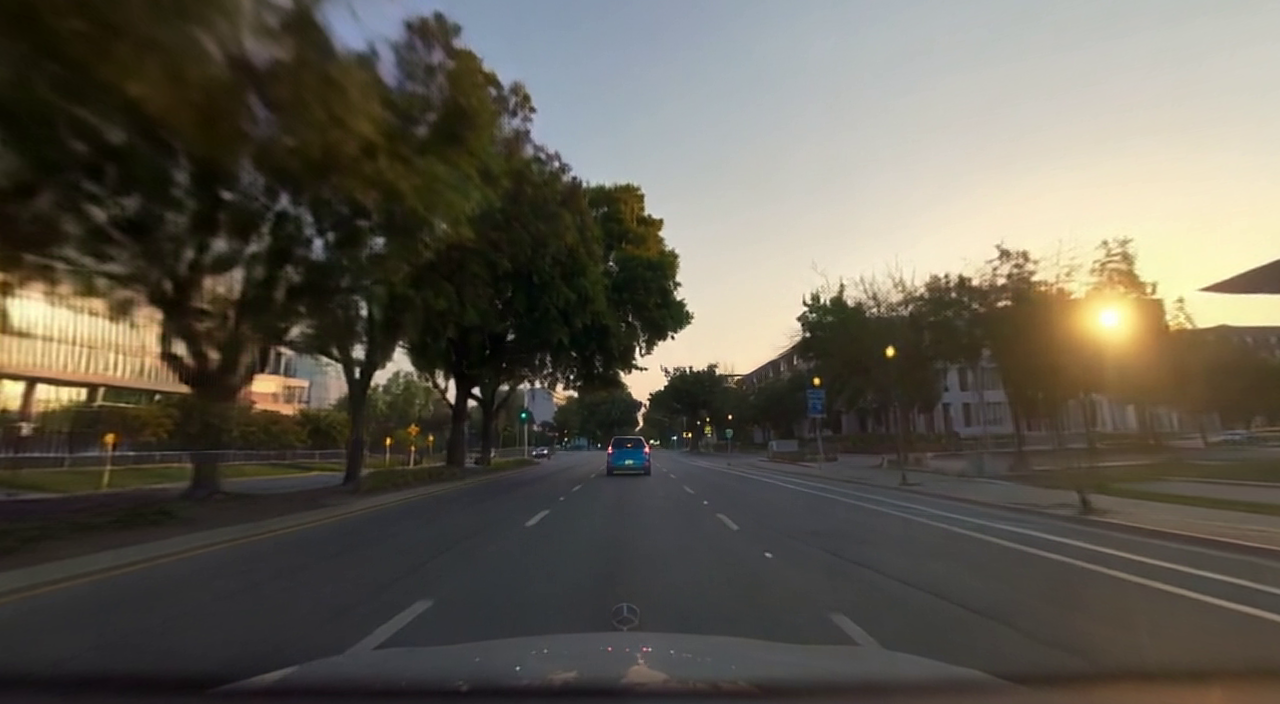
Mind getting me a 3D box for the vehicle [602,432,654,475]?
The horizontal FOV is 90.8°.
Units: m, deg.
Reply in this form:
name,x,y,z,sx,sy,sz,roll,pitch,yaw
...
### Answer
name,x,y,z,sx,sy,sz,roll,pitch,yaw
vehicle,-0.539,4.799,30.033,2.313,1.860,4.319,0,-9,0
